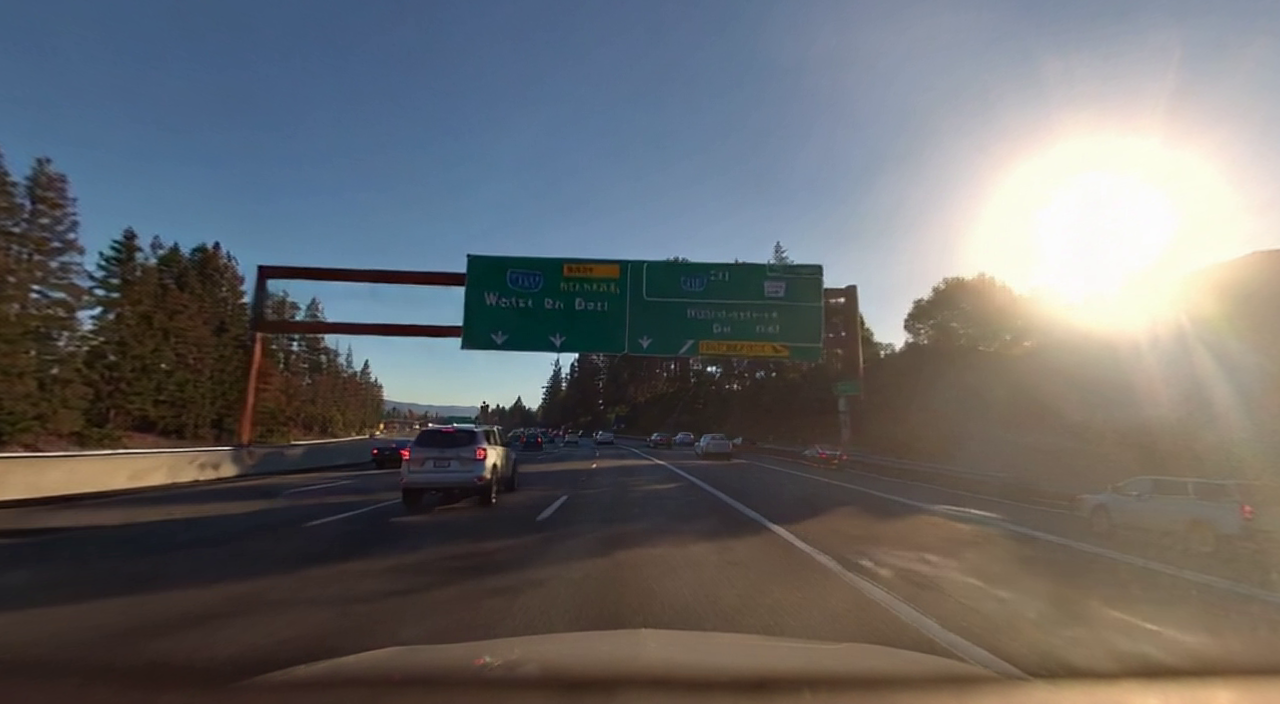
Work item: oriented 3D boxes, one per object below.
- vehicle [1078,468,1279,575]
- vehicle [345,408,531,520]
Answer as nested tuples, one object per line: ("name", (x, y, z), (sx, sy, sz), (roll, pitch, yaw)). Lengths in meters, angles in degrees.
("vehicle", (14.120, 3.989, 15.567), (2.179, 1.976, 5.545), (1, -8, -5))
("vehicle", (-3.730, 2.182, 12.763), (2.142, 1.789, 5.009), (0, -8, 0))
